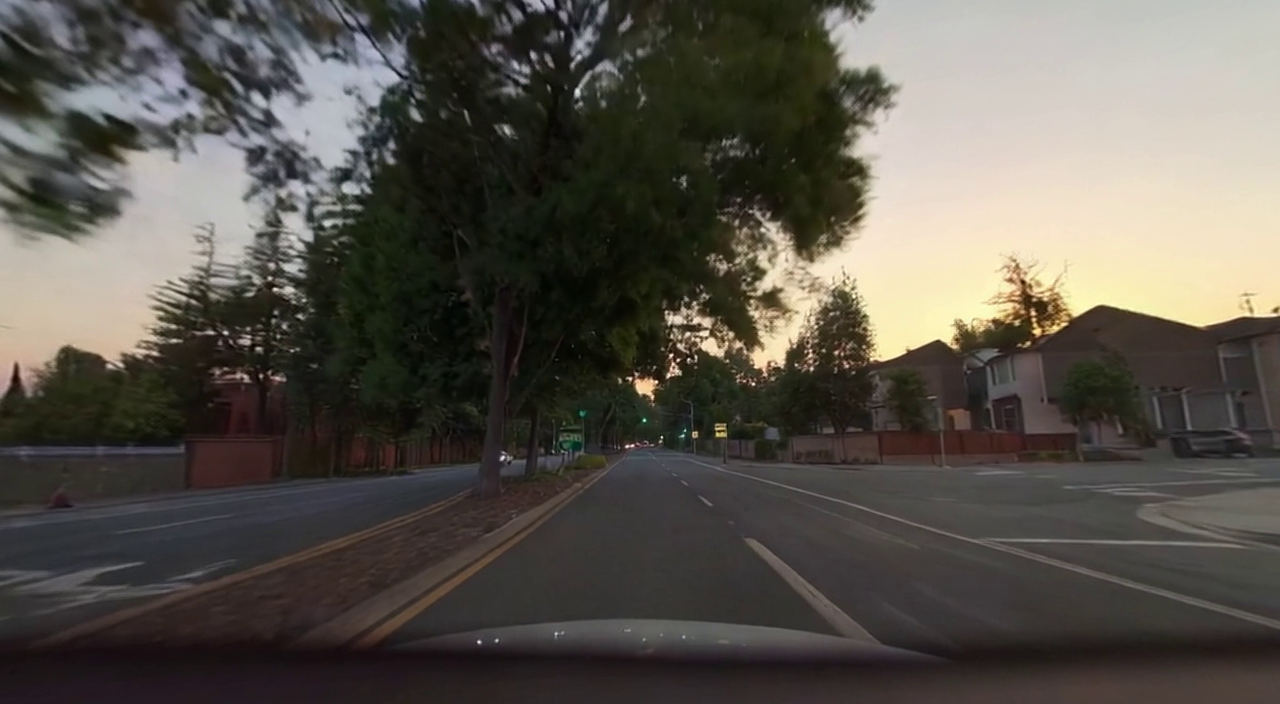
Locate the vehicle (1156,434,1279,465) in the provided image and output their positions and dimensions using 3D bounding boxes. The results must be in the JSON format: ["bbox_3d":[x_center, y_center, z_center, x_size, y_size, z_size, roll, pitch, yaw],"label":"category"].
[{"bbox_3d":[26.126,4.417,28.579,1.624,1.311,4.222,0,-8,0],"label":"vehicle"}]
